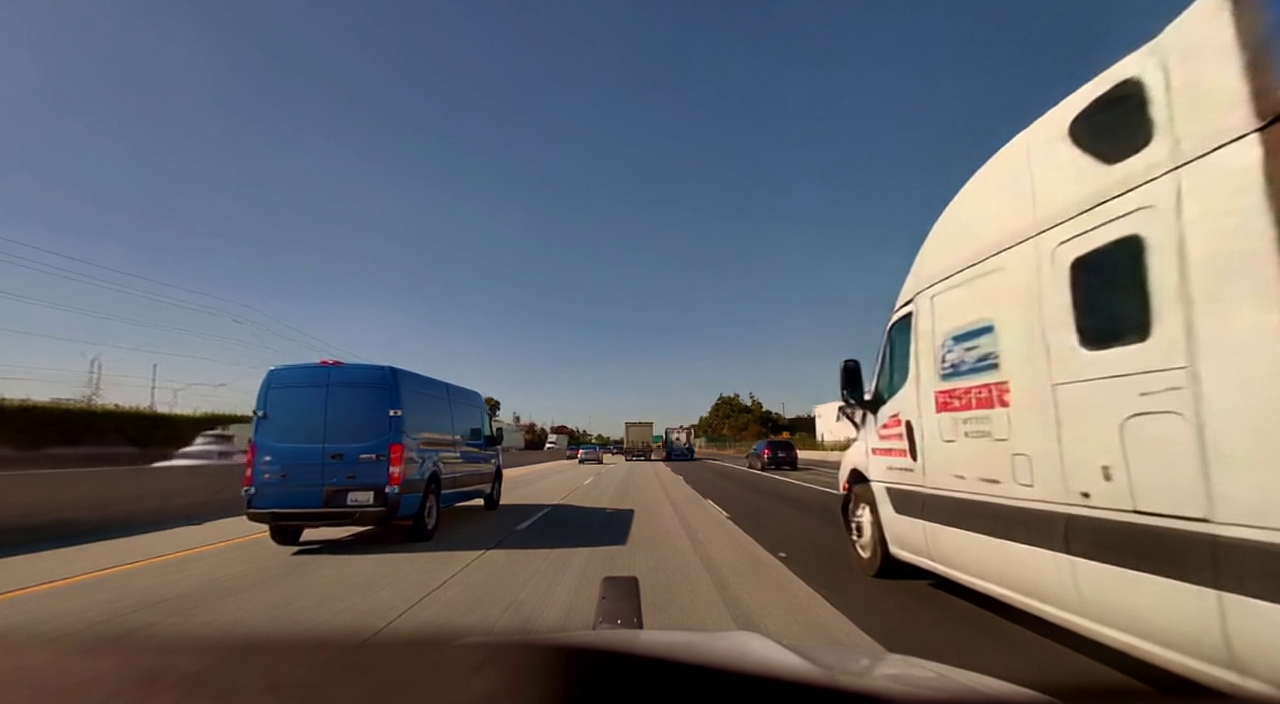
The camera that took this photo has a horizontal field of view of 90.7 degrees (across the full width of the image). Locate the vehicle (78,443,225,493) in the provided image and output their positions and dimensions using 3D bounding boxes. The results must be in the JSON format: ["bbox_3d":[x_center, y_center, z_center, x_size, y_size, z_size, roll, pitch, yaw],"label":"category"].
[{"bbox_3d":[-19.961,4.726,26.236,2.081,1.843,4.845,0,-8,2],"label":"vehicle"}]

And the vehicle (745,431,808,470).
[{"bbox_3d":[7.317,5.379,34.602,2.216,1.918,5.742,0,-8,0],"label":"vehicle"}]

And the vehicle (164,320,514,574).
[{"bbox_3d":[-4.037,1.538,10.536,2.557,2.855,6.674,0,-9,-1],"label":"vehicle"}]

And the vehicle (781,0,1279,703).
[{"bbox_3d":[3.647,0.214,5.694,3.011,3.900,6.798,0,-9,-1],"label":"vehicle"}]

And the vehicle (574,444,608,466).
[{"bbox_3d":[-3.473,7.397,45.419,2.024,1.472,4.014,-1,-8,1],"label":"vehicle"}]
